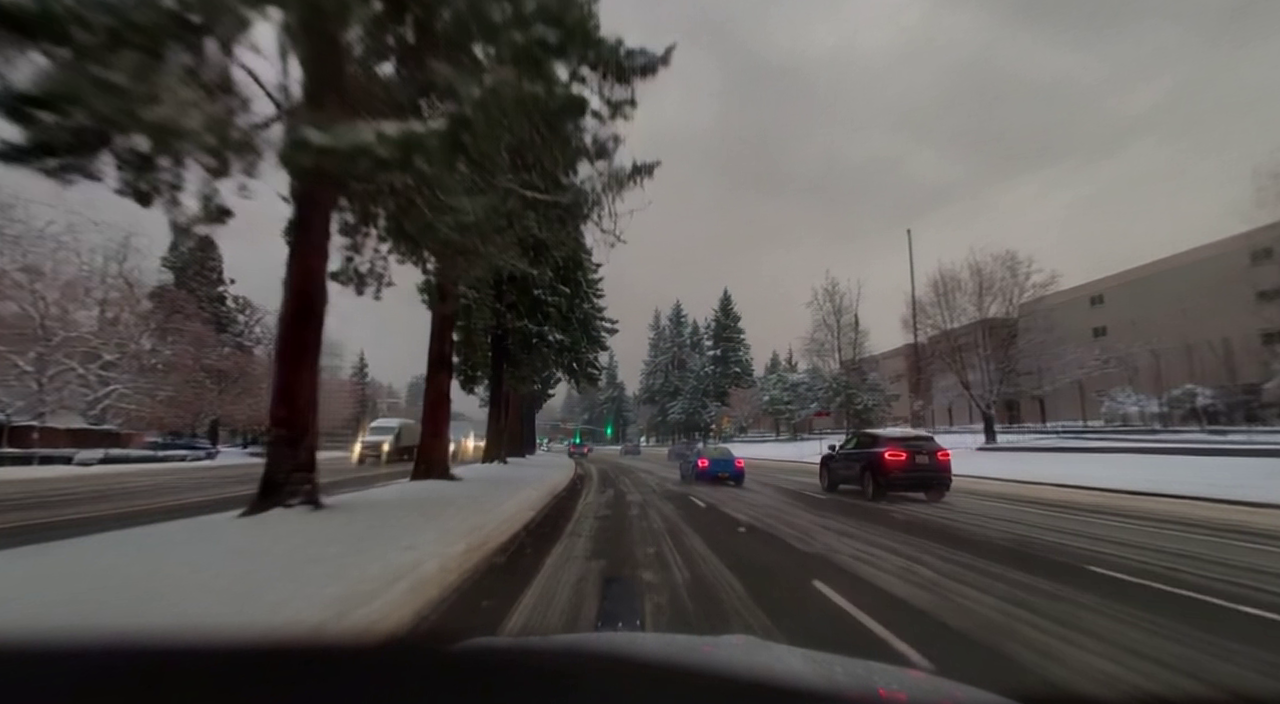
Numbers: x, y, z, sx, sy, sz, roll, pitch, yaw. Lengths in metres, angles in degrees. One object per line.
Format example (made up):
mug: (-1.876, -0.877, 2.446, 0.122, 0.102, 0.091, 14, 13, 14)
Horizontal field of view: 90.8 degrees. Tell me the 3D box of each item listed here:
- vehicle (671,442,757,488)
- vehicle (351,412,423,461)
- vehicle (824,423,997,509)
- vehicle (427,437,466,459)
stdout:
vehicle: (2.290, 3.649, 20.803, 1.990, 1.347, 4.388, 1, -8, -4)
vehicle: (-17.521, 5.986, 44.345, 2.989, 3.150, 6.793, 1, -8, -8)
vehicle: (6.173, 2.637, 15.097, 1.987, 1.730, 4.373, 1, -8, -3)
vehicle: (-14.428, 7.181, 47.257, 1.965, 1.514, 4.404, 1, -8, -7)
